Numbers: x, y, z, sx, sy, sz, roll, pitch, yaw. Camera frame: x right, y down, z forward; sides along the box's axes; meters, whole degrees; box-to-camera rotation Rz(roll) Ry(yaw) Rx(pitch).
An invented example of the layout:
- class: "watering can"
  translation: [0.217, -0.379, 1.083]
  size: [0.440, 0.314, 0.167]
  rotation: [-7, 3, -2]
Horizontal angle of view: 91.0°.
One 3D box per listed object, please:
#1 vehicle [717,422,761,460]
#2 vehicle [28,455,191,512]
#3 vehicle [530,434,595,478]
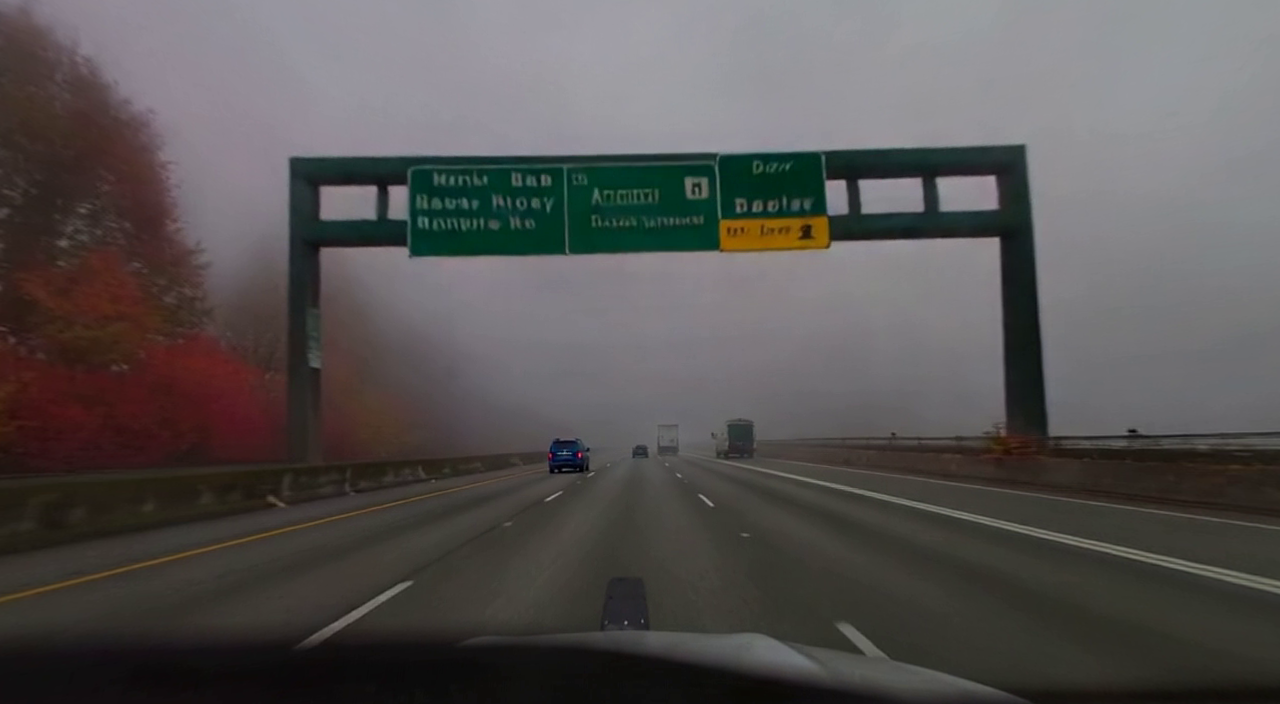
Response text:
- class: "vehicle"
  translation: [7.583, 6.955, 48.992]
  size: [2.435, 2.754, 6.284]
  rotation: [0, -8, 0]
- class: "vehicle"
  translation: [-16.117, 3.962, 19.387]
  size: [1.743, 1.469, 3.718]
  rotation: [0, -8, 0]
- class: "vehicle"
  translation: [-3.193, 4.402, 26.944]
  size: [2.177, 1.707, 4.432]
  rotation: [0, -8, 0]
